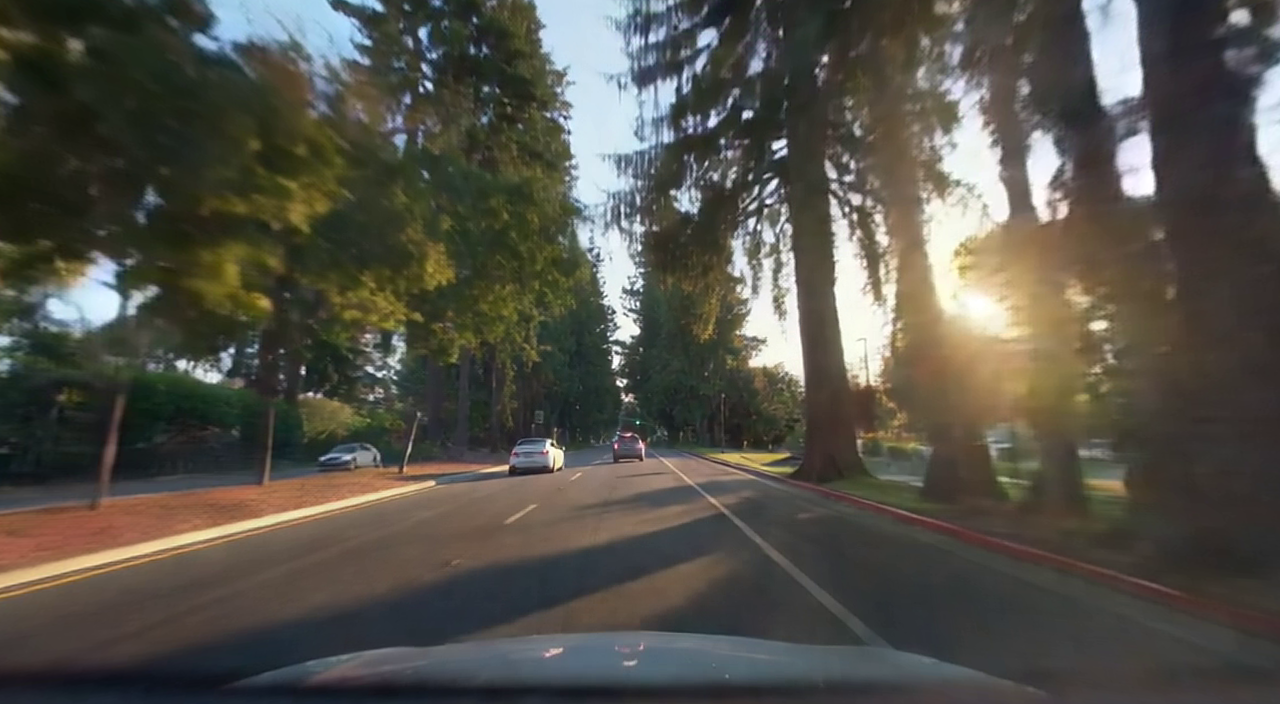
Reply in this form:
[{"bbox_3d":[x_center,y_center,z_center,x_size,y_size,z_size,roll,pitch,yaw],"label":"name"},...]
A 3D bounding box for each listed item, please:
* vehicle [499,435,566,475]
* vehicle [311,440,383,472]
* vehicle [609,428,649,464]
[{"bbox_3d":[-4.170,4.071,25.186,1.917,1.448,4.178,0,-8,0],"label":"vehicle"},{"bbox_3d":[-16.478,5.837,35.787,1.896,1.712,4.523,0,-8,1],"label":"vehicle"},{"bbox_3d":[-0.572,4.988,33.535,2.018,1.769,3.897,0,-8,-1],"label":"vehicle"}]
